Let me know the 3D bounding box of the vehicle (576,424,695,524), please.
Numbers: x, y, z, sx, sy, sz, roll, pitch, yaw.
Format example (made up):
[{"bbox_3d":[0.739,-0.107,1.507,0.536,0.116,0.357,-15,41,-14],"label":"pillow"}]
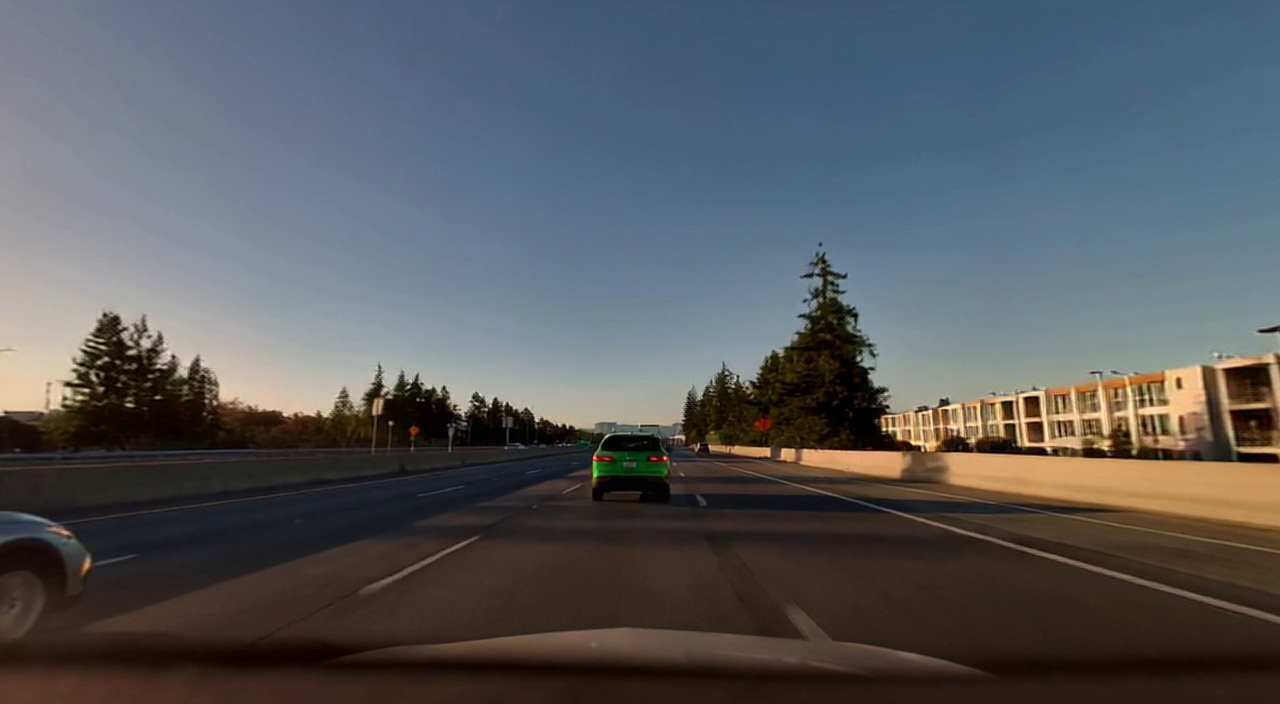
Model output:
[{"bbox_3d":[-0.002,2.502,13.458,2.111,1.742,4.315,0,-9,2],"label":"vehicle"}]

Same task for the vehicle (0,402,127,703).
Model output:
[{"bbox_3d":[-4.258,0.793,1.759,1.969,1.520,4.190,0,-9,2],"label":"vehicle"}]
